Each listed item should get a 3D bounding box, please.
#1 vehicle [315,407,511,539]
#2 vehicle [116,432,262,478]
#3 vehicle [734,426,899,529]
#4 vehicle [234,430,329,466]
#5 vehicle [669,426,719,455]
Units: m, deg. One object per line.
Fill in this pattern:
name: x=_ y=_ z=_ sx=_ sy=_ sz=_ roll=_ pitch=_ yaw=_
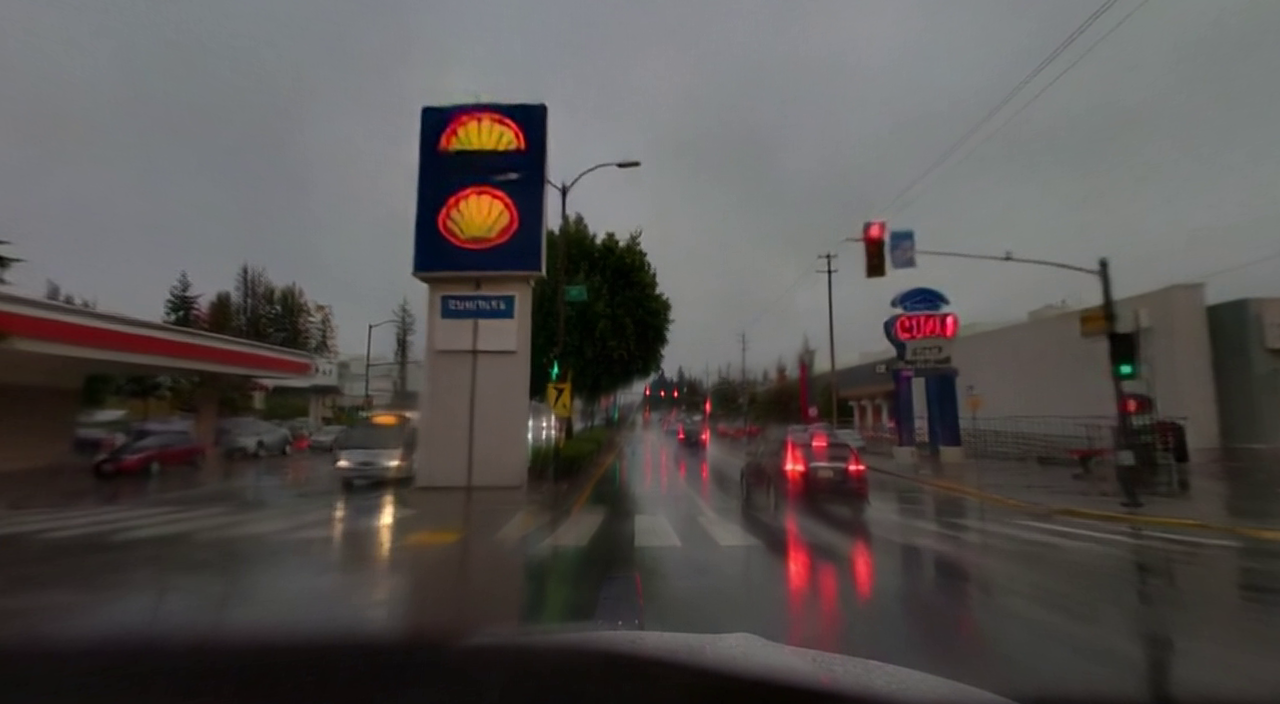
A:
vehicle: x=-3.696 y=2.176 z=11.349 sx=2.189 sy=1.836 sz=4.693 roll=0 pitch=-12 yaw=-6
vehicle: x=-17.795 y=4.084 z=25.239 sx=1.956 sy=1.634 sz=5.000 roll=0 pitch=-8 yaw=3
vehicle: x=3.251 y=2.385 z=12.605 sx=1.999 sy=1.679 sz=4.217 roll=0 pitch=-8 yaw=-1
vehicle: x=-17.968 y=4.807 z=31.808 sx=2.079 sy=1.672 sz=4.333 roll=0 pitch=-8 yaw=2
vehicle: x=2.909 y=4.917 z=34.952 sx=2.282 sy=1.458 sz=4.362 roll=0 pitch=-8 yaw=-1
